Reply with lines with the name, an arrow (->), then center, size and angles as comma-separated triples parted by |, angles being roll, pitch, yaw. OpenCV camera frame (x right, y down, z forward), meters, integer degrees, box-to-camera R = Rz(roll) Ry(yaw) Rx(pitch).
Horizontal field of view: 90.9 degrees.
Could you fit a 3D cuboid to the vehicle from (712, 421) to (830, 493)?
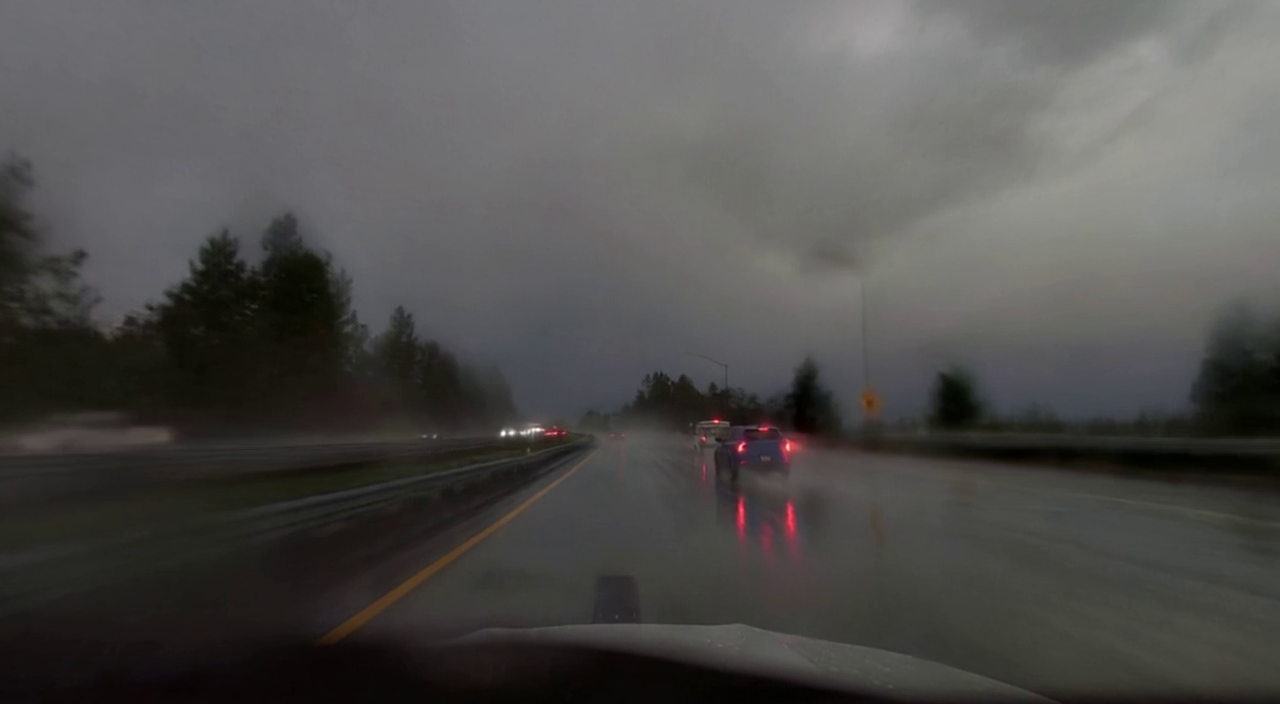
vehicle -> 3.117, 2.584, 15.889 | 2.002, 1.569, 3.845 | 0, -8, -2
